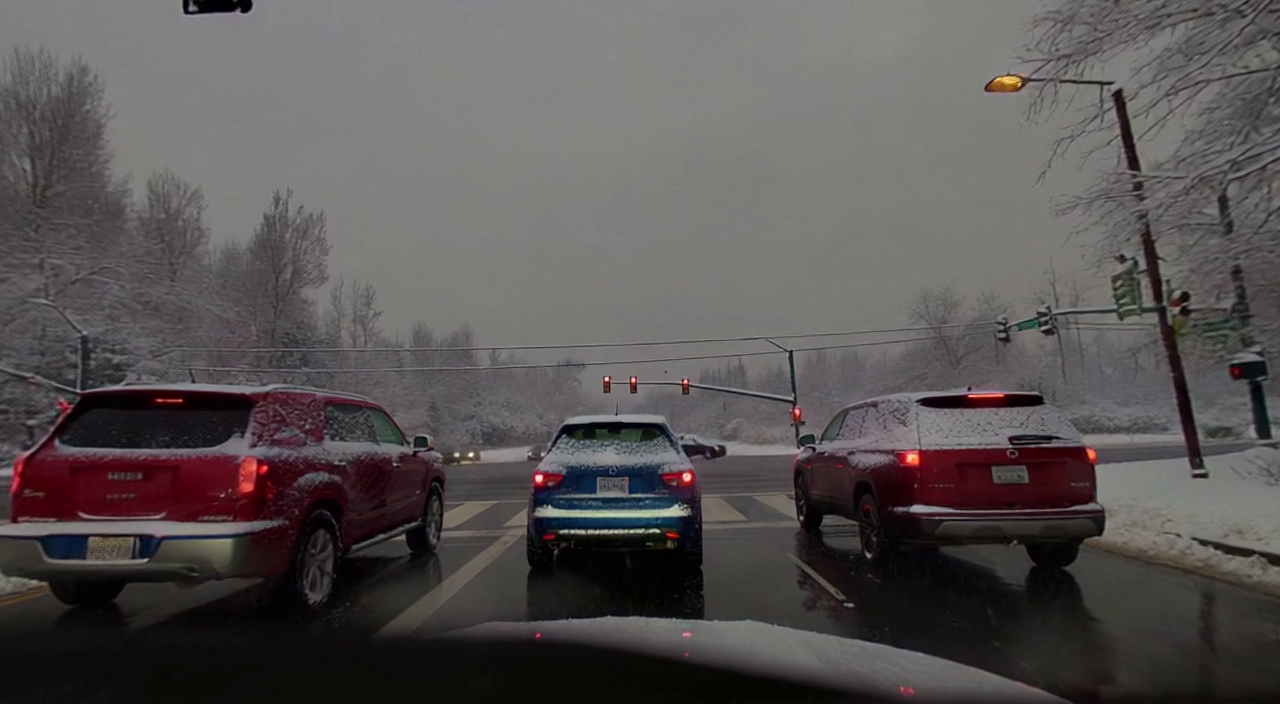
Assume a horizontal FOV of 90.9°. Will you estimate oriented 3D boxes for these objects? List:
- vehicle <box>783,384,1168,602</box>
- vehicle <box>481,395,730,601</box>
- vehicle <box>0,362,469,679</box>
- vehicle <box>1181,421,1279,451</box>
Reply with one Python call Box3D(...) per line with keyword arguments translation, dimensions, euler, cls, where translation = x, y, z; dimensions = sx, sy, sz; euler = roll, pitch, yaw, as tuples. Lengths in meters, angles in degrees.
Box3D(translation=(3.272, 1.486, 7.510), dimensions=(2.083, 1.779, 4.532), euler=(0, -8, 0), cls="vehicle")
Box3D(translation=(-0.239, 1.512, 7.319), dimensions=(2.067, 1.702, 3.987), euler=(0, -8, 2), cls="vehicle")
Box3D(translation=(-3.281, 1.283, 5.895), dimensions=(2.047, 1.810, 4.414), euler=(0, -8, 1), cls="vehicle")
Box3D(translation=(32.788, 4.654, 34.762), dimensions=(4.175, 1.634, 1.877), euler=(1, -8, -4), cls="vehicle")
